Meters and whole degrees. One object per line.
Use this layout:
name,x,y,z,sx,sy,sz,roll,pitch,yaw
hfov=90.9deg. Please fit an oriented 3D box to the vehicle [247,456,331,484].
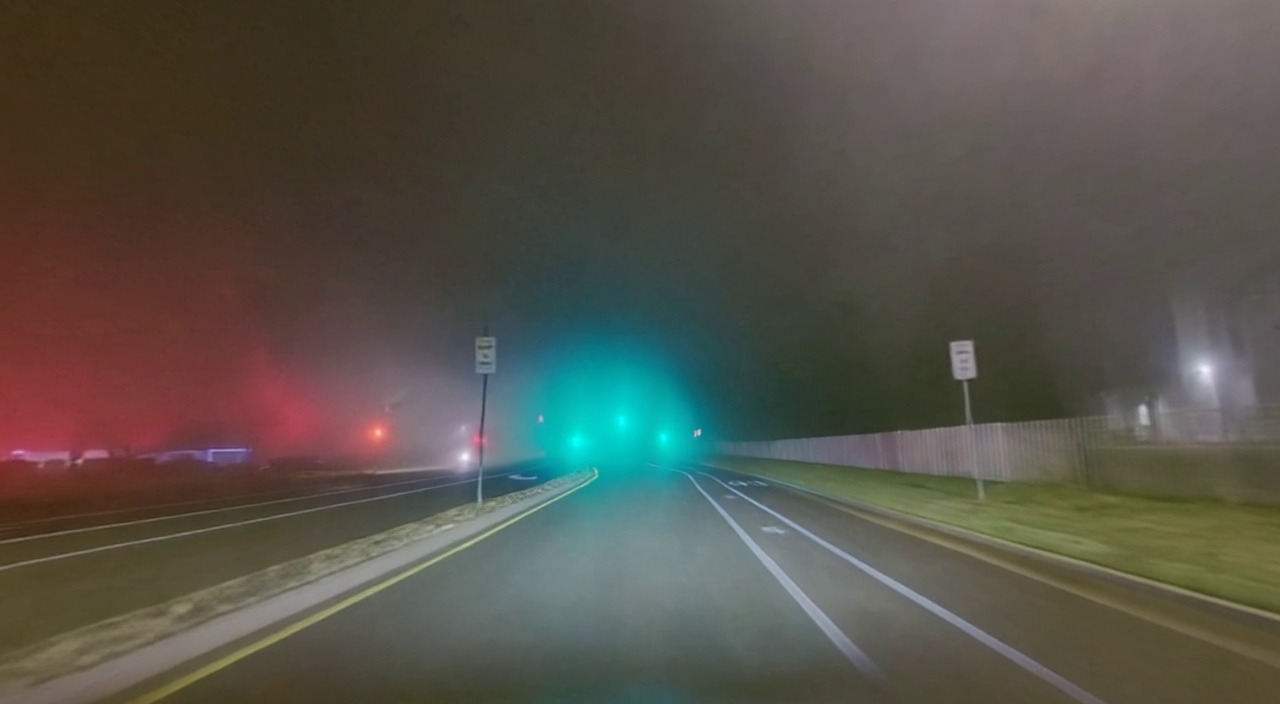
vehicle,-21.427,7.179,38.747,1.919,1.497,5.140,-1,-8,4

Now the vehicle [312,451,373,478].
vehicle,-21.377,8.060,45.513,1.974,1.704,4.628,0,-8,2
